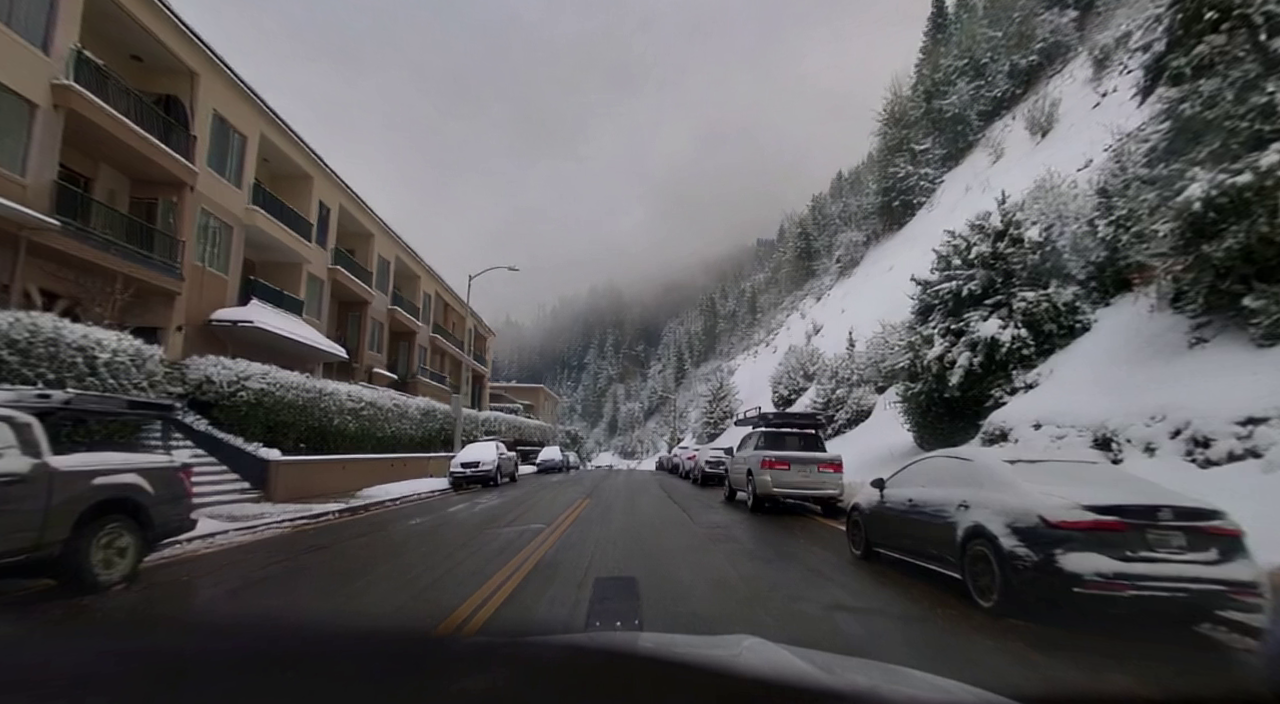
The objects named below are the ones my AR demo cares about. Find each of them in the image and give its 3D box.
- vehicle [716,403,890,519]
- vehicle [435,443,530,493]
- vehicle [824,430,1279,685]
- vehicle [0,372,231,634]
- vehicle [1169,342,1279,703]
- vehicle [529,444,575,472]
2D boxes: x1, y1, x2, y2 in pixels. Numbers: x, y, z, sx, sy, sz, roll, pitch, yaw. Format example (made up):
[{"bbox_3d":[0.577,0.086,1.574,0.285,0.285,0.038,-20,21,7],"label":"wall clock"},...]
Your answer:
[{"bbox_3d":[3.430,2.485,14.729,2.482,2.184,5.383,0,-9,-1],"label":"vehicle"},{"bbox_3d":[-6.348,4.752,26.308,2.374,1.843,5.638,0,-9,2],"label":"vehicle"},{"bbox_3d":[3.583,1.596,6.206,1.866,1.510,4.615,1,-9,-4],"label":"vehicle"},{"bbox_3d":[-6.063,1.073,4.214,2.318,1.999,6.524,1,-7,-1],"label":"vehicle"},{"bbox_3d":[3.374,0.560,0.389,2.191,1.749,4.542,0,-9,2],"label":"vehicle"},{"bbox_3d":[-6.610,8.180,48.119,2.692,1.949,5.948,0,-12,-1],"label":"vehicle"}]
